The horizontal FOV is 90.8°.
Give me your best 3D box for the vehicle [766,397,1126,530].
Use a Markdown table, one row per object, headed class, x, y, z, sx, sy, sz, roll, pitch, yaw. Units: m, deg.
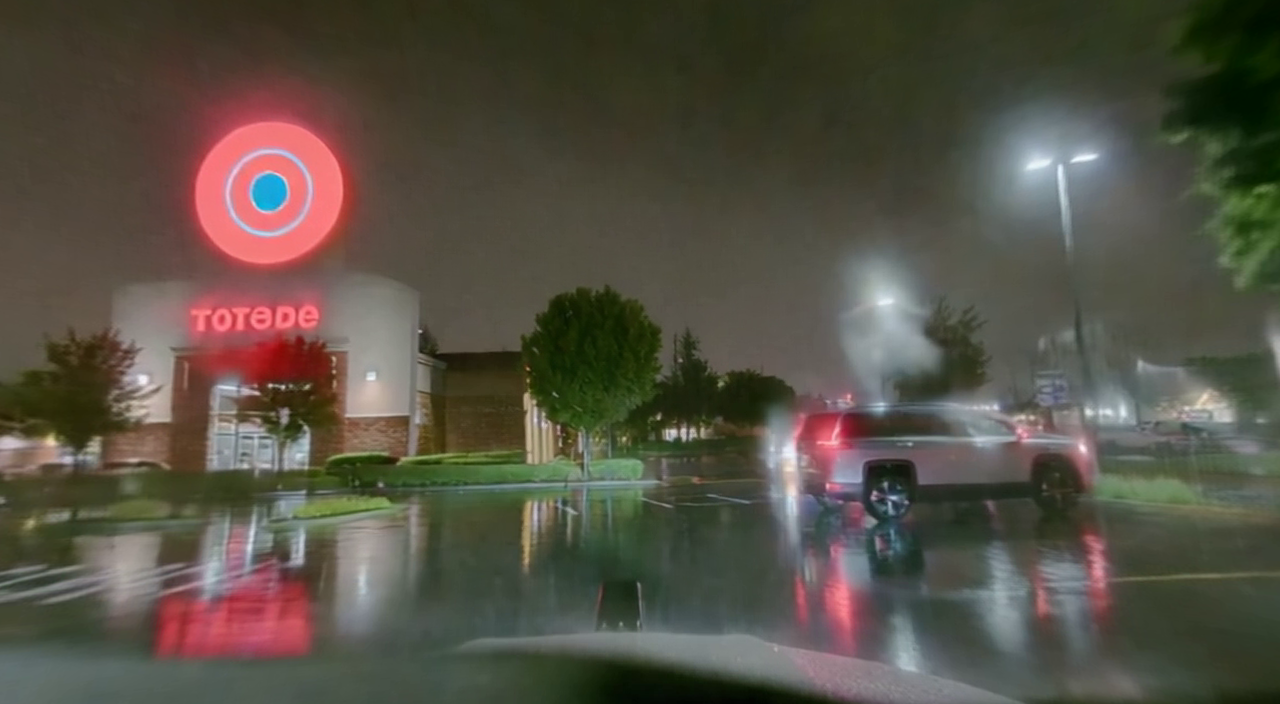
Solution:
| class | x | y | z | sx | sy | sz | roll | pitch | yaw |
| --- | --- | --- | --- | --- | --- | --- | --- | --- | --- |
| vehicle | 4.909 | 1.815 | 10.742 | 4.864 | 1.916 | 2.413 | 0 | -8 | -7 |
